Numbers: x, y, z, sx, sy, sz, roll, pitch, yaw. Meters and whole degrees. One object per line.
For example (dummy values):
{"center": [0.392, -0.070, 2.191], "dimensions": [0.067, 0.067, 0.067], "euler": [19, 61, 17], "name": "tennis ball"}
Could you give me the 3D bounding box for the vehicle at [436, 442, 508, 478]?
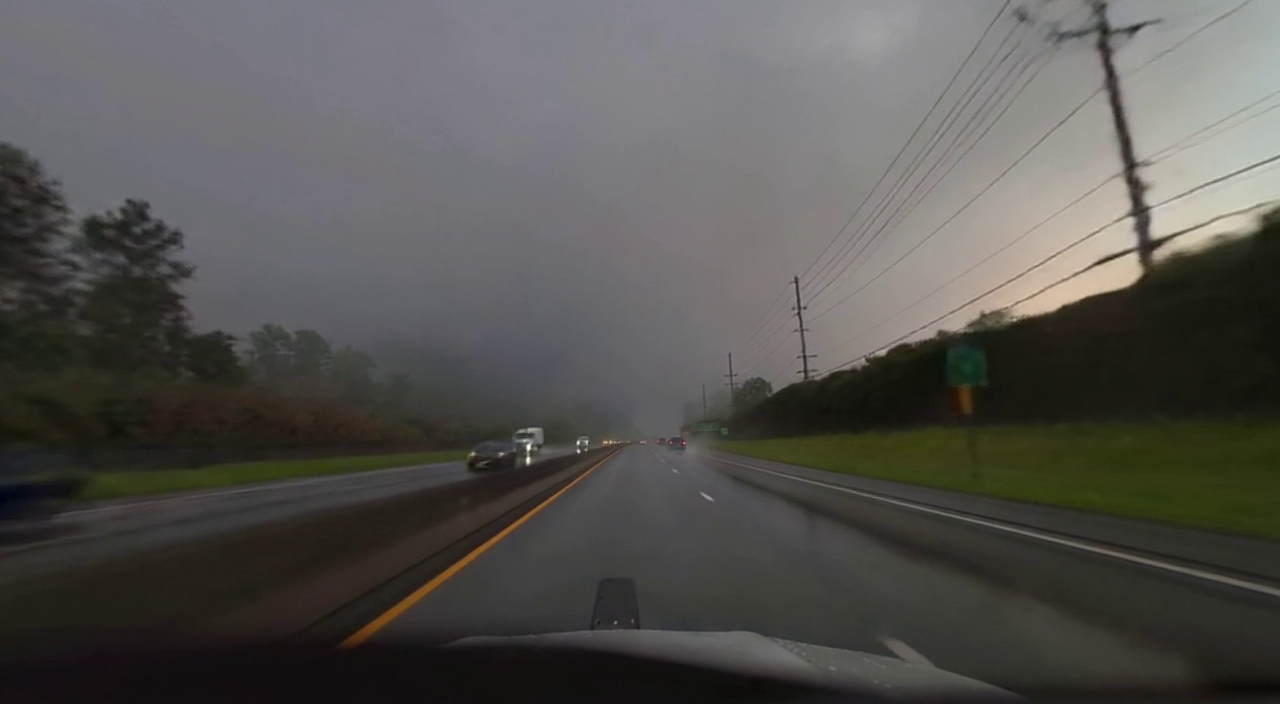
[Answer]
{"center": [-7.705, 4.965, 29.355], "dimensions": [2.037, 1.484, 4.694], "euler": [-1, -8, 0], "name": "vehicle"}
